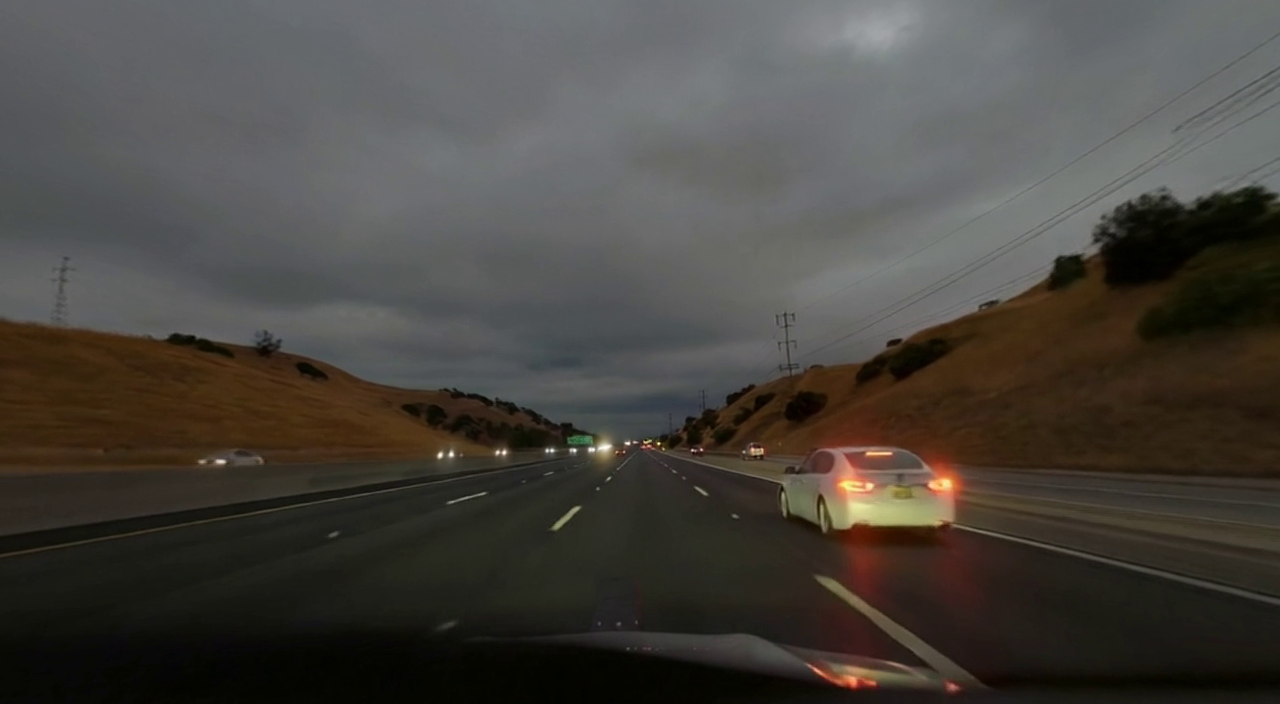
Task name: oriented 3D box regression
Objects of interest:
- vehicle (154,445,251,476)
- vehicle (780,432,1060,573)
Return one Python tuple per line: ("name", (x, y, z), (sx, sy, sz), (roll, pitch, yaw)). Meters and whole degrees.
("vehicle", (-29.379, 7.261, 42.629), (2.246, 1.933, 5.916), (0, -8, 1))
("vehicle", (3.603, 2.006, 9.244), (2.086, 1.542, 4.355), (0, -8, 0))
